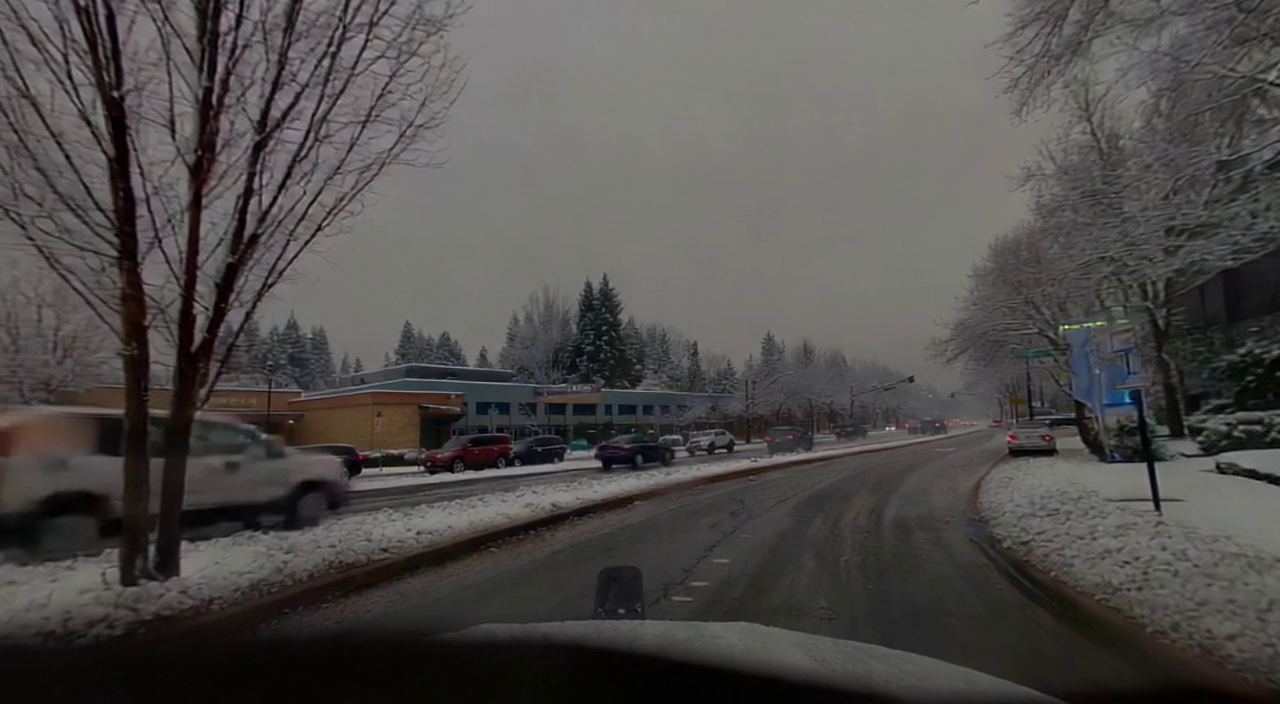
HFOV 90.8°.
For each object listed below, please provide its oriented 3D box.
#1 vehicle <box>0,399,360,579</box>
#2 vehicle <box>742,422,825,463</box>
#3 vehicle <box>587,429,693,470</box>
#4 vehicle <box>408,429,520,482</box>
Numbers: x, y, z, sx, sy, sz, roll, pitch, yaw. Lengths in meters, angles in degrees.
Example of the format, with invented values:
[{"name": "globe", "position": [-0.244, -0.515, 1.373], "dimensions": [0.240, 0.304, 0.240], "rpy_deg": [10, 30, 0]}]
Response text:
[{"name": "vehicle", "position": [-6.830, 1.719, 8.796], "dimensions": [4.748, 1.936, 2.517], "rpy_deg": [5, -10, -45]}, {"name": "vehicle", "position": [7.478, 4.621, 32.496], "dimensions": [1.954, 1.639, 5.229], "rpy_deg": [-9, -8, 38]}, {"name": "vehicle", "position": [0.104, 4.399, 28.593], "dimensions": [2.183, 1.651, 4.928], "rpy_deg": [-8, -11, 38]}, {"name": "vehicle", "position": [-8.633, 5.042, 31.393], "dimensions": [2.134, 1.924, 4.911], "rpy_deg": [-6, -4, 41]}]
